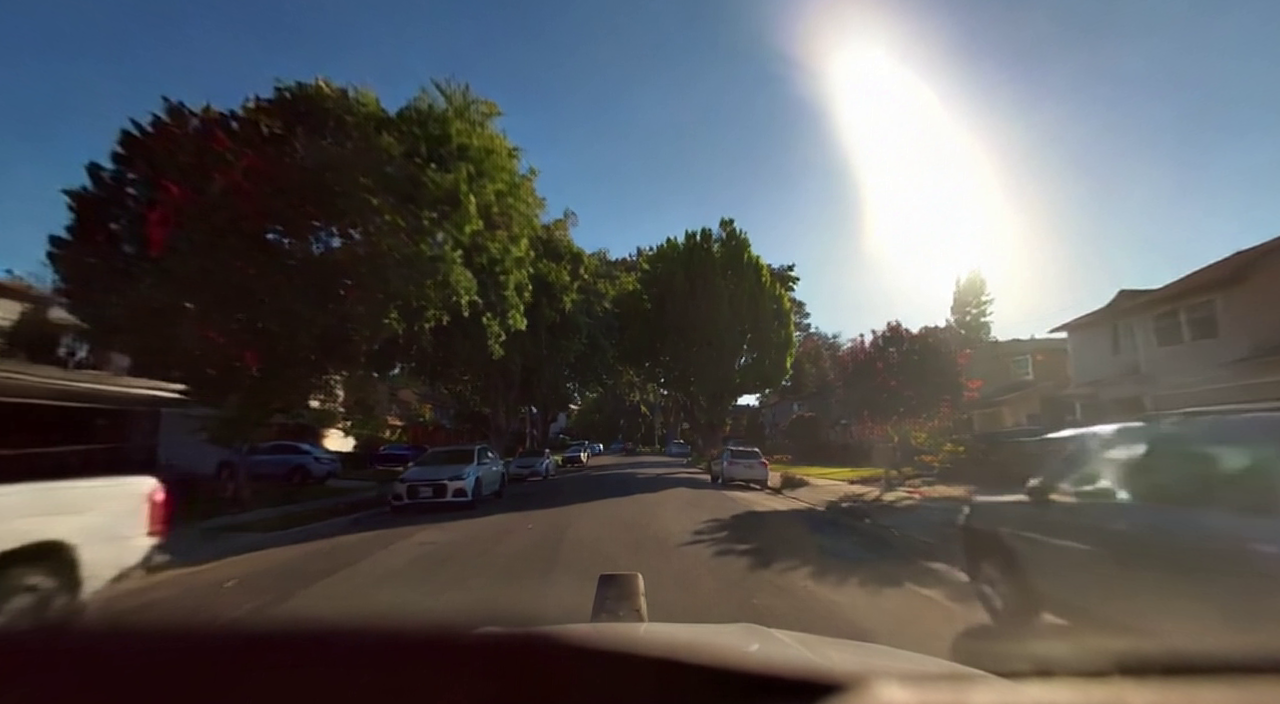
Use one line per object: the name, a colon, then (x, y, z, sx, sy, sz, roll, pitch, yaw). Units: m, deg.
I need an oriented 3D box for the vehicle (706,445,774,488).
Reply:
vehicle: (3.736, 4.354, 24.318, 1.945, 1.495, 3.983, 0, -9, 0)

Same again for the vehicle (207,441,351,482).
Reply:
vehicle: (-13.558, 4.106, 23.931, 4.220, 1.462, 1.913, 1, -9, -4)

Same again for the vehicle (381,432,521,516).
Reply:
vehicle: (-4.683, 3.035, 16.579, 2.140, 1.815, 4.926, 0, -7, 0)

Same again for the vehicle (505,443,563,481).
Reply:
vehicle: (-4.976, 5.201, 30.237, 1.887, 1.660, 4.312, 0, -9, 1)

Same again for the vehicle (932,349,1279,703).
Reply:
vehicle: (3.605, 1.000, 3.243, 2.082, 1.790, 4.330, 0, -9, 0)

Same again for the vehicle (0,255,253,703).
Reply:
vehicle: (-4.707, 0.569, 2.300, 2.476, 2.434, 6.543, -1, -7, 0)
